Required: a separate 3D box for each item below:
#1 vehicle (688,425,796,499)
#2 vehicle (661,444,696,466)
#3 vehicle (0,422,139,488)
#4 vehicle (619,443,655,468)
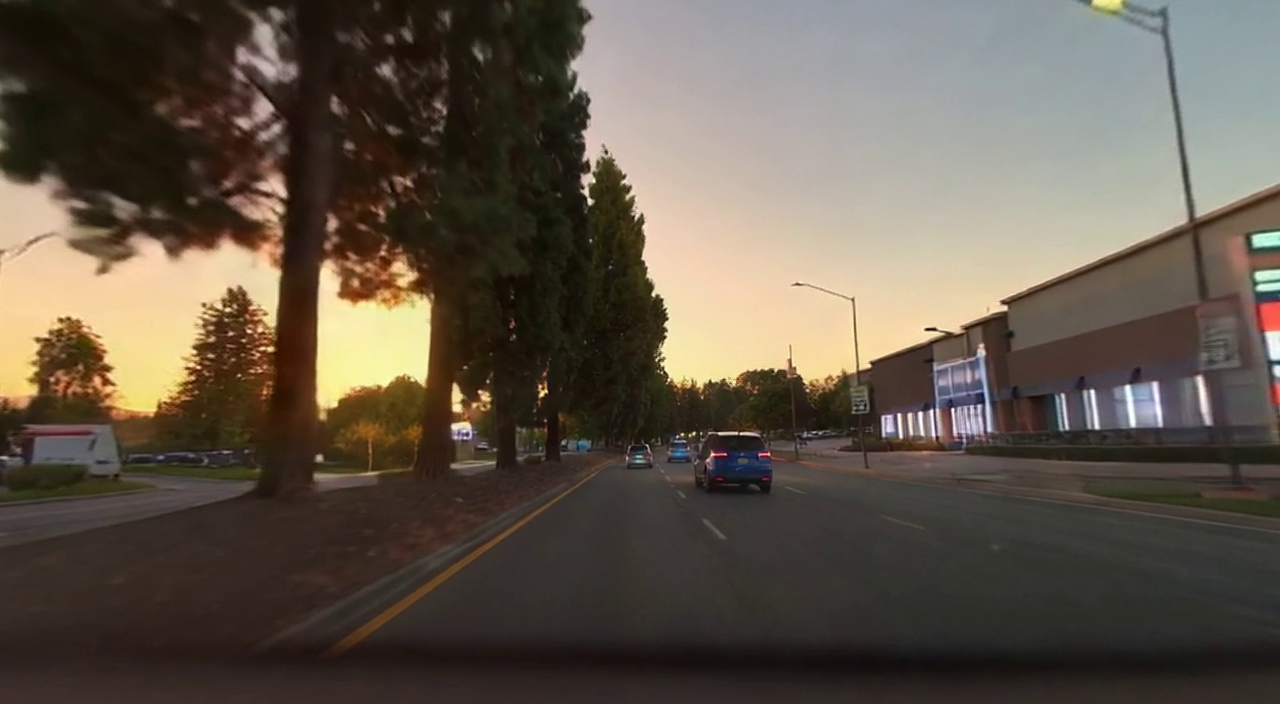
[{"bbox_3d":[2.702,3.074,18.001,2.140,1.811,4.593,0,-9,-2],"label":"vehicle"},{"bbox_3d":[2.523,6.860,42.250,1.970,1.402,3.756,0,-9,-2],"label":"vehicle"},{"bbox_3d":[-26.965,4.701,28.912,5.905,2.803,2.261,0,-9,-2],"label":"vehicle"},{"bbox_3d":[-0.204,6.317,38.696,2.056,1.440,3.798,0,-9,-1],"label":"vehicle"}]
